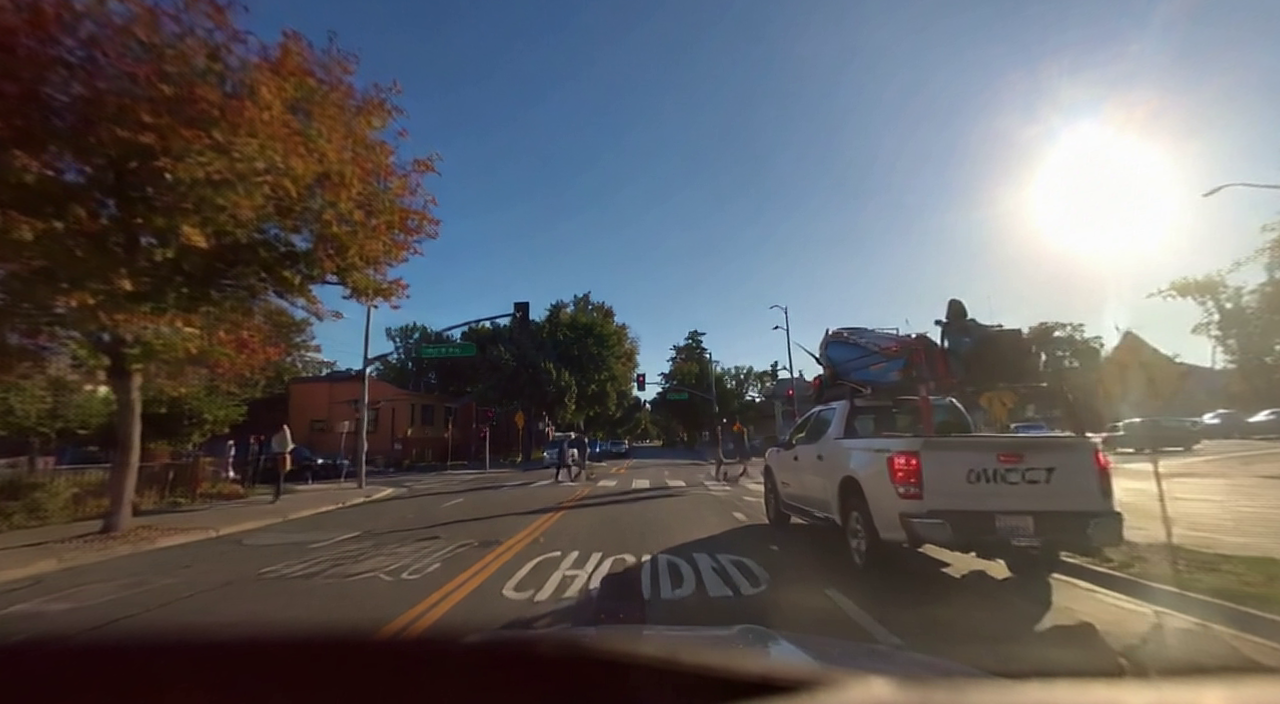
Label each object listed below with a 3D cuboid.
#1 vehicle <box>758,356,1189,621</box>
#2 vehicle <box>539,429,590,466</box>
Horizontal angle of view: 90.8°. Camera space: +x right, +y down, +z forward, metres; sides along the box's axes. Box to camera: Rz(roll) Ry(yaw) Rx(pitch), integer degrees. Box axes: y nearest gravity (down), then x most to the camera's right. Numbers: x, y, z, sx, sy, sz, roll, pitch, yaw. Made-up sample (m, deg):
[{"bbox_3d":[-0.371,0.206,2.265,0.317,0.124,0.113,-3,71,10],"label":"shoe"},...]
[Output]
[{"bbox_3d":[3.060,1.429,7.628,2.177,2.015,5.463,0,-8,0],"label":"vehicle"},{"bbox_3d":[-5.613,7.198,47.976,2.896,2.560,7.322,0,-8,1],"label":"vehicle"}]
